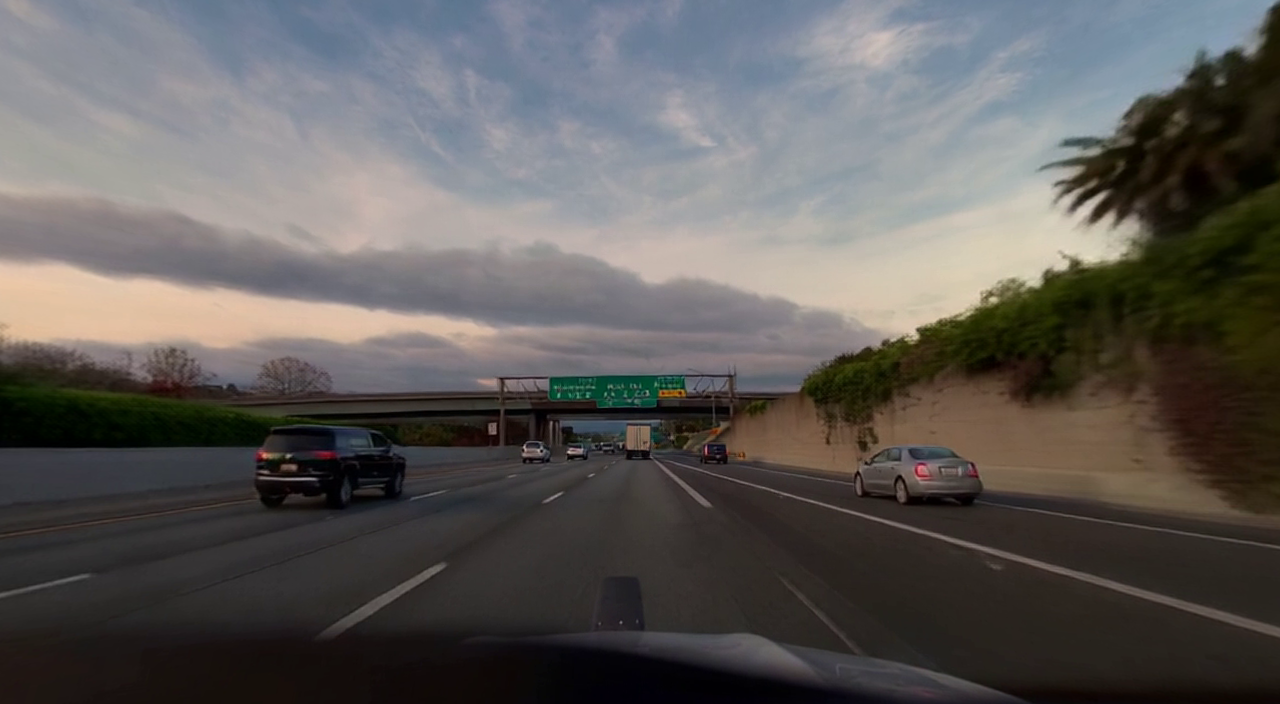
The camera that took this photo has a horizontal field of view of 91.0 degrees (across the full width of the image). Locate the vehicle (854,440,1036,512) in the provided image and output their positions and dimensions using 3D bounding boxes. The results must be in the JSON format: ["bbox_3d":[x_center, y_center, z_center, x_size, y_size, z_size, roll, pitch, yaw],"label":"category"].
[{"bbox_3d":[7.300,2.992,15.763,2.075,1.510,4.569,1,-9,-3],"label":"vehicle"}]

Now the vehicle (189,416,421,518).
[{"bbox_3d":[-6.673,2.365,13.422,2.179,1.753,4.999,0,-9,0],"label":"vehicle"}]

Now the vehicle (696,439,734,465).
[{"bbox_3d":[5.858,7.903,49.910,2.220,1.898,4.752,1,-9,-3],"label":"vehicle"}]
